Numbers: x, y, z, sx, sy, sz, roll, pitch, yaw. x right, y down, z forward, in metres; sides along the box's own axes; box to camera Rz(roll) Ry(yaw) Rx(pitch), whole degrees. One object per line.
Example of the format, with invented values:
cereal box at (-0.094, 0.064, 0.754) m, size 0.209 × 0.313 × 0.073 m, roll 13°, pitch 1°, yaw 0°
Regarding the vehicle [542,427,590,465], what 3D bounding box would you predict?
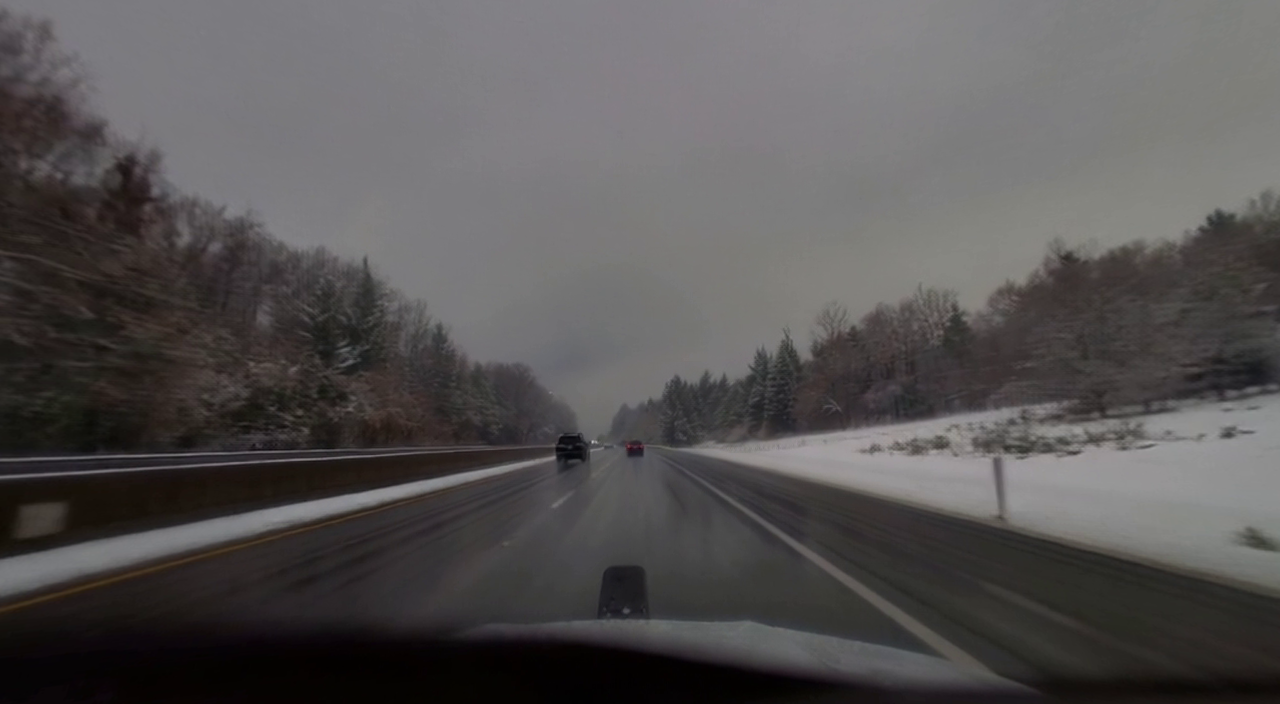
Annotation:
vehicle at (-4.197, 5.457, 36.675) m, size 2.241 × 2.034 × 4.890 m, roll 0°, pitch -8°, yaw 0°
